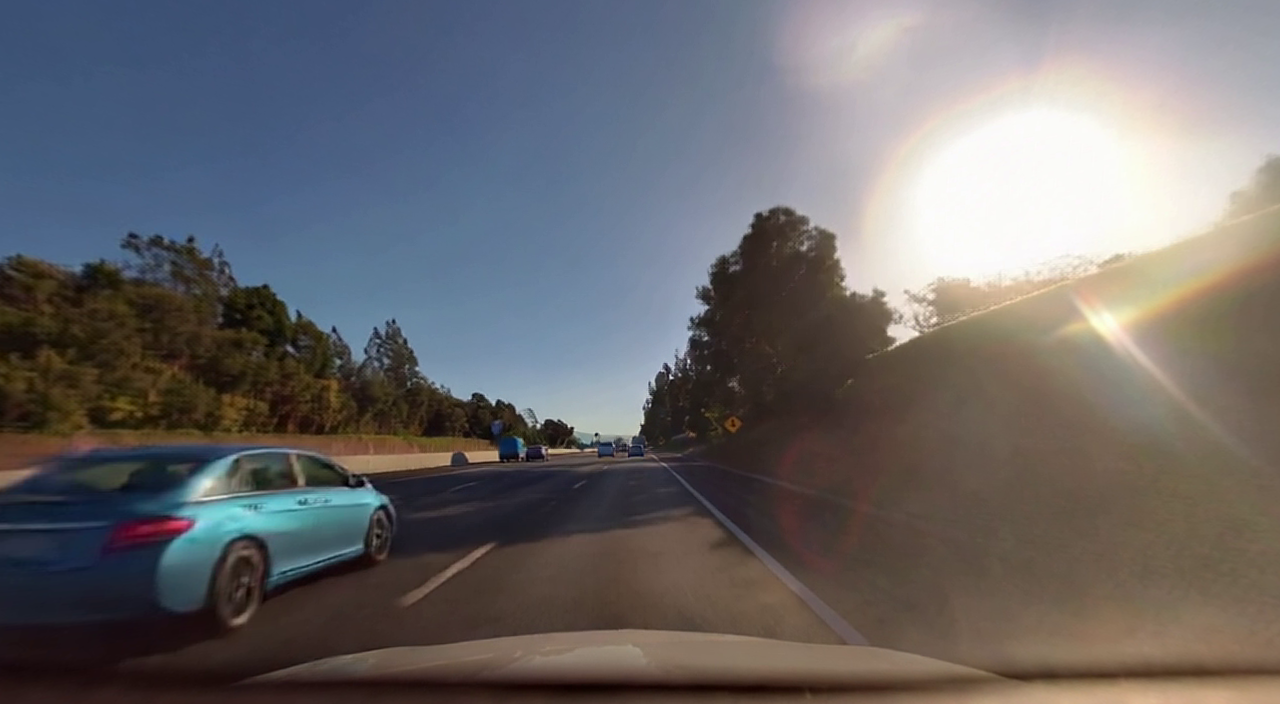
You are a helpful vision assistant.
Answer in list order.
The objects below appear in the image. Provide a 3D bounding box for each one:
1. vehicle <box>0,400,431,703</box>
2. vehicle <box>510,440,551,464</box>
[{"bbox_3d":[-3.526,1.292,4.829,2.081,1.514,4.943,0,-8,1],"label":"vehicle"},{"bbox_3d":[-7.506,6.876,43.523,2.014,1.598,4.015,0,-8,1],"label":"vehicle"}]
